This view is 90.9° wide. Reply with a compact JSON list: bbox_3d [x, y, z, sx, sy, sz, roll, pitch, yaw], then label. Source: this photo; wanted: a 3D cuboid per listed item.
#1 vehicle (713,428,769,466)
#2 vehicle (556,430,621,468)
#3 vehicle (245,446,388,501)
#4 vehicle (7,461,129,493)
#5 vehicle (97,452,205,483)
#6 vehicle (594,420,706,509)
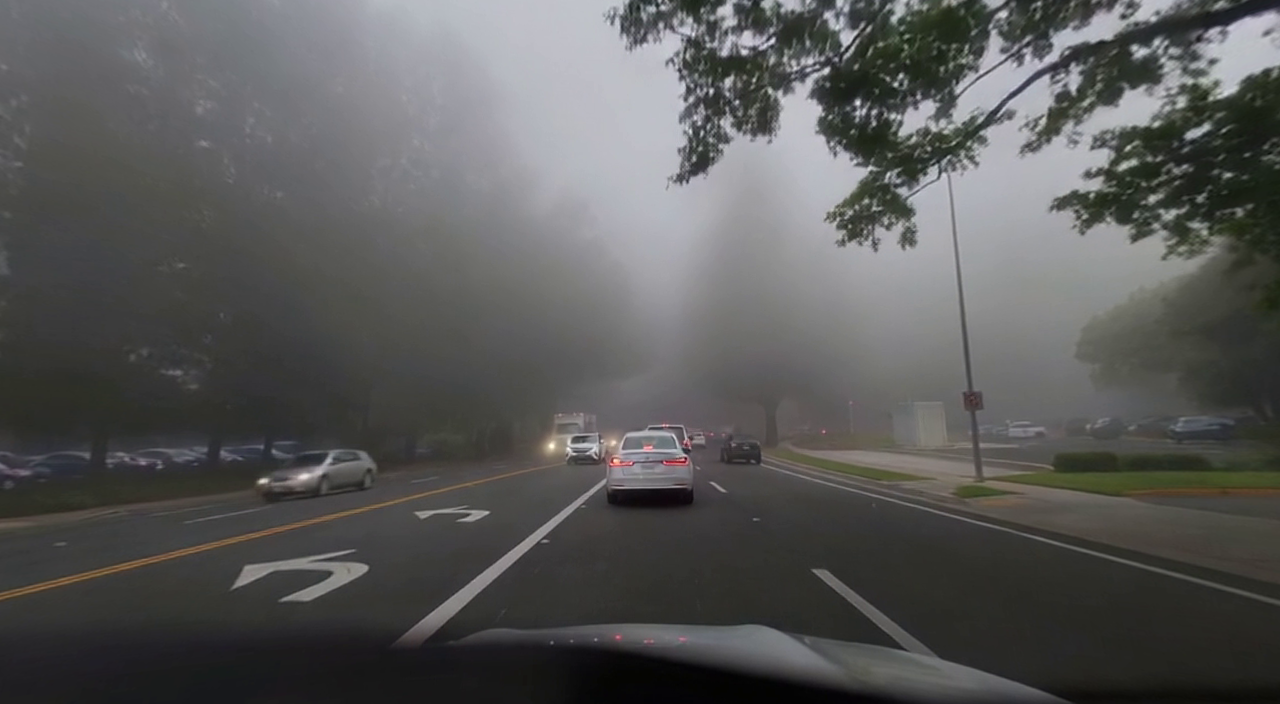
[{"bbox_3d":[5.060,4.853,32.218,2.155,1.786,4.459,-1,-8,1],"label":"vehicle"},{"bbox_3d":[-2.550,4.987,32.490,2.057,1.786,4.725,-2,-8,11],"label":"vehicle"},{"bbox_3d":[-9.760,3.661,19.528,1.909,1.471,4.502,-1,-8,2],"label":"vehicle"},{"bbox_3d":[-27.895,6.096,30.840,4.391,1.442,1.763,-1,-8,4],"label":"vehicle"},{"bbox_3d":[-27.808,6.550,35.940,4.743,1.671,1.842,-1,-8,4],"label":"vehicle"},{"bbox_3d":[0.224,2.487,14.371,2.154,1.710,4.128,-1,-8,1],"label":"vehicle"}]
